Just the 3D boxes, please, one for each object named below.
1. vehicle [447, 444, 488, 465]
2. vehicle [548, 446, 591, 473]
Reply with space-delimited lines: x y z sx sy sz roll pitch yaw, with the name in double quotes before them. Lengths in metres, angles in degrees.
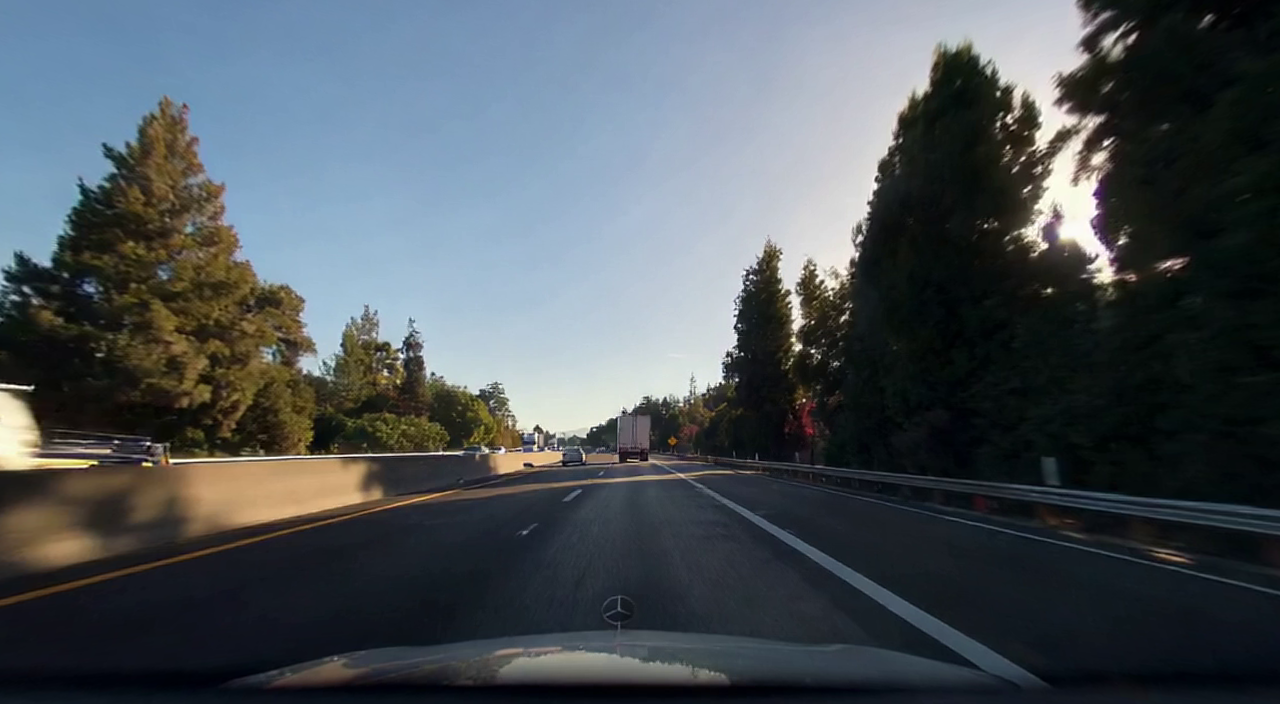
"vehicle" -13.300 7.941 48.486 1.966 1.518 4.276 0 -9 0
"vehicle" -4.118 6.362 37.270 2.057 1.519 4.372 0 -9 0
